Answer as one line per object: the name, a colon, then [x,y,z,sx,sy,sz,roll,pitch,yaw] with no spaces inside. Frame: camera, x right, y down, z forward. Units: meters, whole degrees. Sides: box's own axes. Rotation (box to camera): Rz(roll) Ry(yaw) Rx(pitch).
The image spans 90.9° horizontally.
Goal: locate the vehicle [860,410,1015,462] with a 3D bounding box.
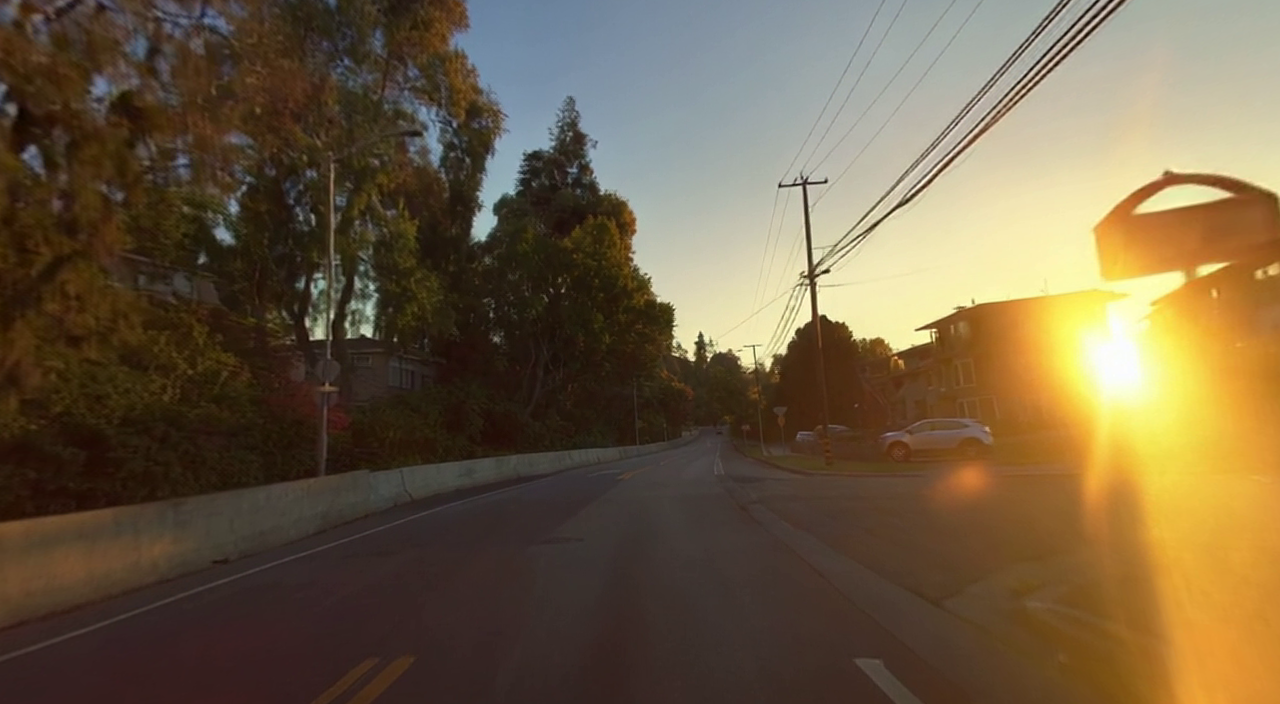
vehicle: [10.617,3.072,22.839,4.614,1.764,1.860,-1,-8,6]
